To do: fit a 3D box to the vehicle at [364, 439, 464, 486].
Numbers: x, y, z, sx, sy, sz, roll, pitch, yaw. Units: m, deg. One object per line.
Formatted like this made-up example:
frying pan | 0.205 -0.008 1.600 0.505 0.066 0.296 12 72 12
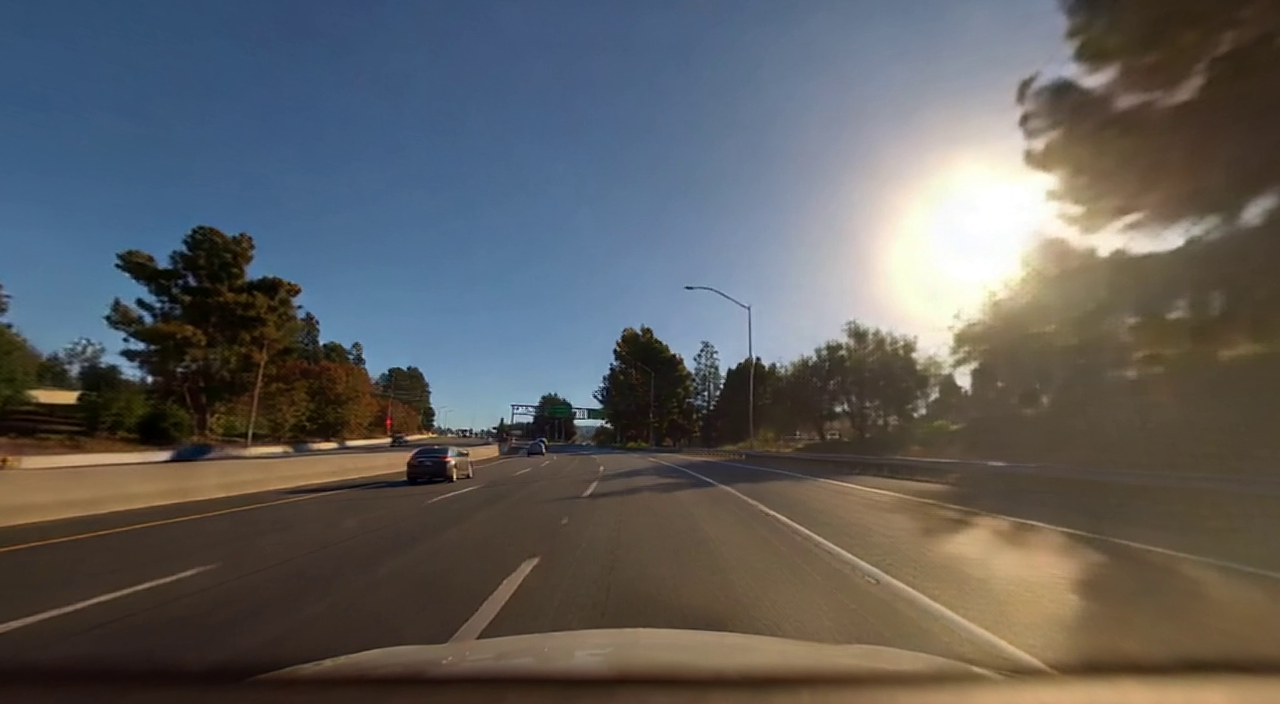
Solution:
vehicle | -7.933 3.898 22.606 2.025 1.494 4.495 0 -8 -2
